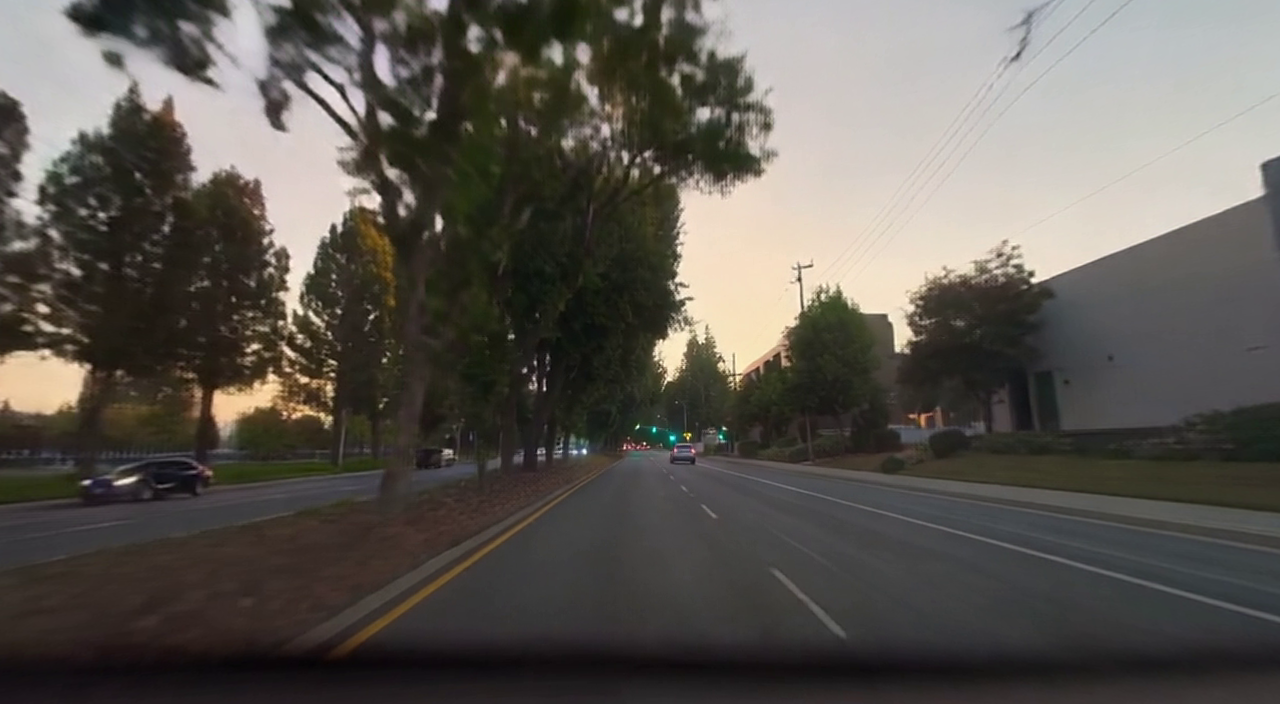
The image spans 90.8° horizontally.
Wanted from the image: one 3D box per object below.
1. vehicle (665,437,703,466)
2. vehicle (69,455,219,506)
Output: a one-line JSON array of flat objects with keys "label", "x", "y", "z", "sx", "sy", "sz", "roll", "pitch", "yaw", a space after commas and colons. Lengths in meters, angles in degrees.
[{"label": "vehicle", "x": 2.867, "y": 6.698, "z": 42.773, "sx": 2.085, "sy": 1.828, "sz": 5.383, "roll": 0, "pitch": -8, "yaw": -1}, {"label": "vehicle", "x": -16.774, "y": 4.331, "z": 21.667, "sx": 1.857, "sy": 1.519, "sz": 3.969, "roll": 0, "pitch": -8, "yaw": 1}]
